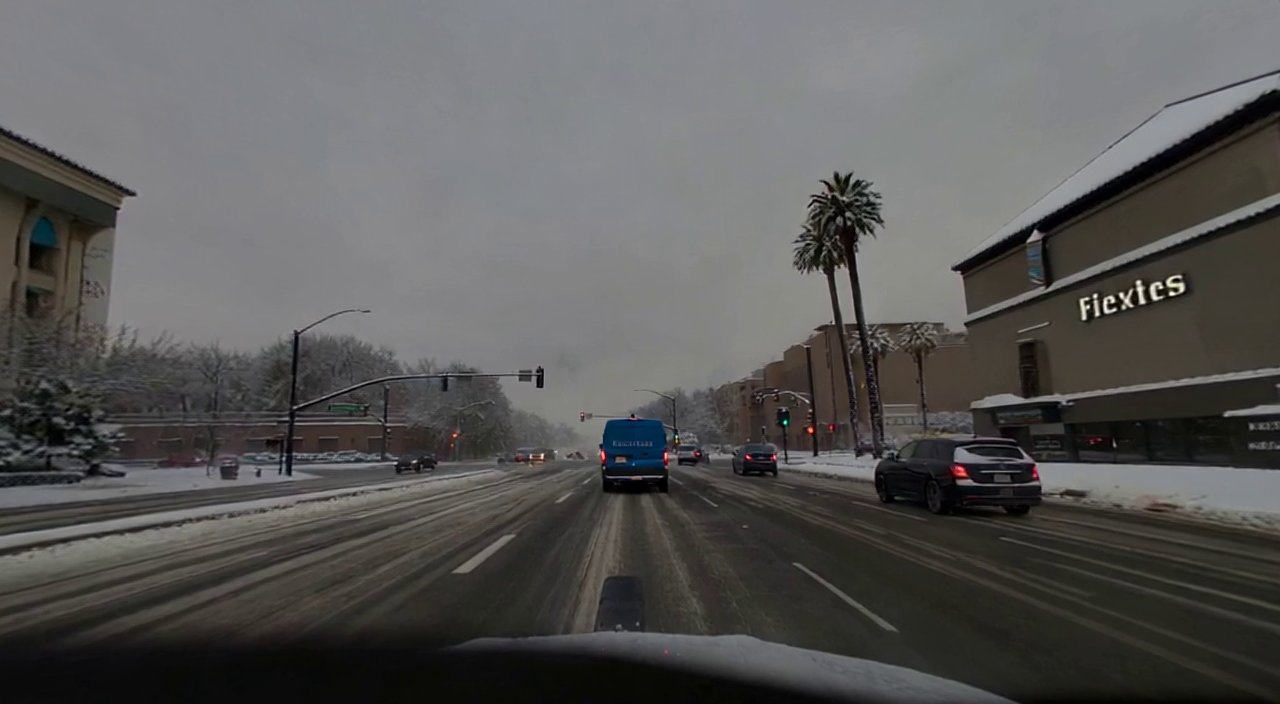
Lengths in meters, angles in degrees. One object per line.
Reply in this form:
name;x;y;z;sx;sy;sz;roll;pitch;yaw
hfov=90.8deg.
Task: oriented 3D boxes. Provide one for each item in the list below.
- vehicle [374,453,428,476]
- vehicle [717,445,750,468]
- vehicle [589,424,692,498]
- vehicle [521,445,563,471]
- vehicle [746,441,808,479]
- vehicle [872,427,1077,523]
vehicle;-17.011;8.016;45.209;1.953;1.480;4.632;0;-9;1
vehicle;7.095;7.937;48.258;1.953;1.665;4.327;0;-9;1
vehicle;-0.057;3.434;20.308;2.848;1.991;5.706;0;-9;-1
vehicle;-6.760;7.335;43.964;2.109;1.653;4.681;0;-9;1
vehicle;6.617;5.269;31.103;1.931;1.692;4.267;0;-9;-2
vehicle;7.122;2.647;14.167;2.023;1.771;4.488;0;-9;-2
